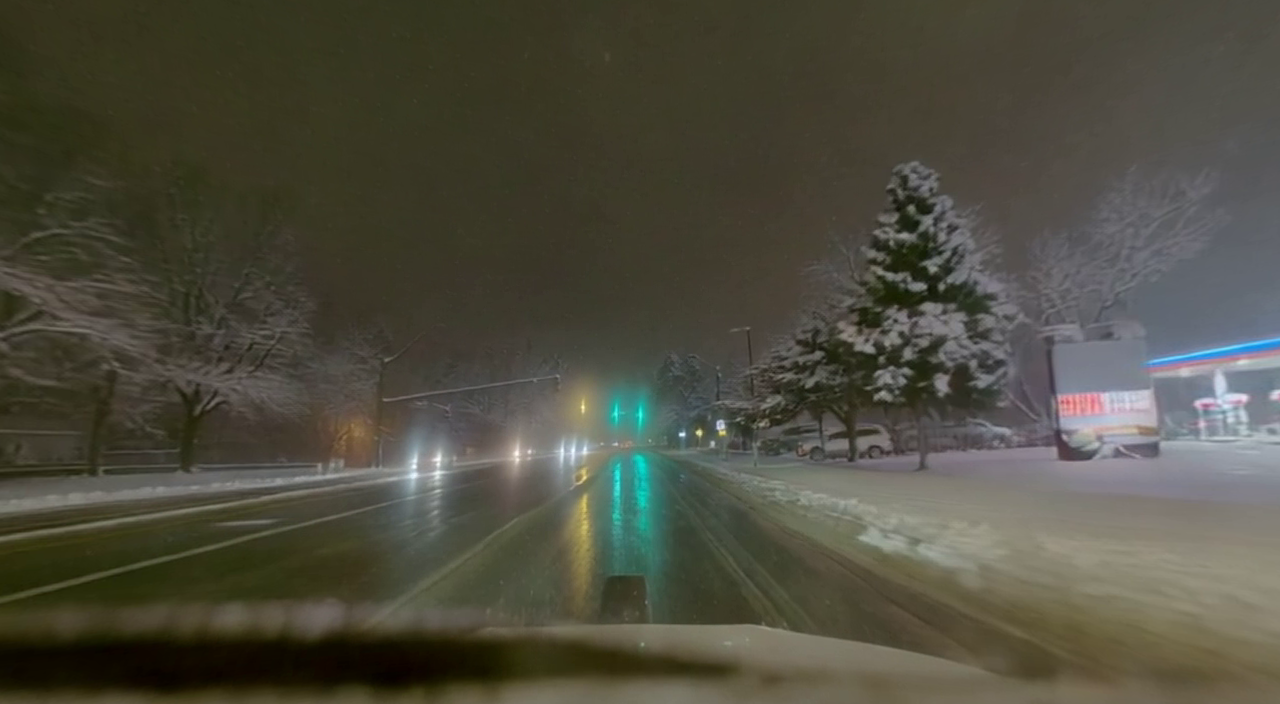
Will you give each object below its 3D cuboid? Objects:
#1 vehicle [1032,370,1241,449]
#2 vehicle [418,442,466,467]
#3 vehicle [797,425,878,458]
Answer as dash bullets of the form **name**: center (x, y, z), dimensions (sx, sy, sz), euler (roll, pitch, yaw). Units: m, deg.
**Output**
- **vehicle**: center (24.350, 2.961, 31.224), dimensions (7.750, 3.426, 3.178), euler (2, -9, -4)
- **vehicle**: center (-15.126, 7.822, 48.344), dimensions (2.028, 1.850, 4.746), euler (0, -8, 1)
- **vehicle**: center (13.773, 6.276, 44.199), dimensions (4.821, 1.788, 2.132), euler (-5, -7, 1)
